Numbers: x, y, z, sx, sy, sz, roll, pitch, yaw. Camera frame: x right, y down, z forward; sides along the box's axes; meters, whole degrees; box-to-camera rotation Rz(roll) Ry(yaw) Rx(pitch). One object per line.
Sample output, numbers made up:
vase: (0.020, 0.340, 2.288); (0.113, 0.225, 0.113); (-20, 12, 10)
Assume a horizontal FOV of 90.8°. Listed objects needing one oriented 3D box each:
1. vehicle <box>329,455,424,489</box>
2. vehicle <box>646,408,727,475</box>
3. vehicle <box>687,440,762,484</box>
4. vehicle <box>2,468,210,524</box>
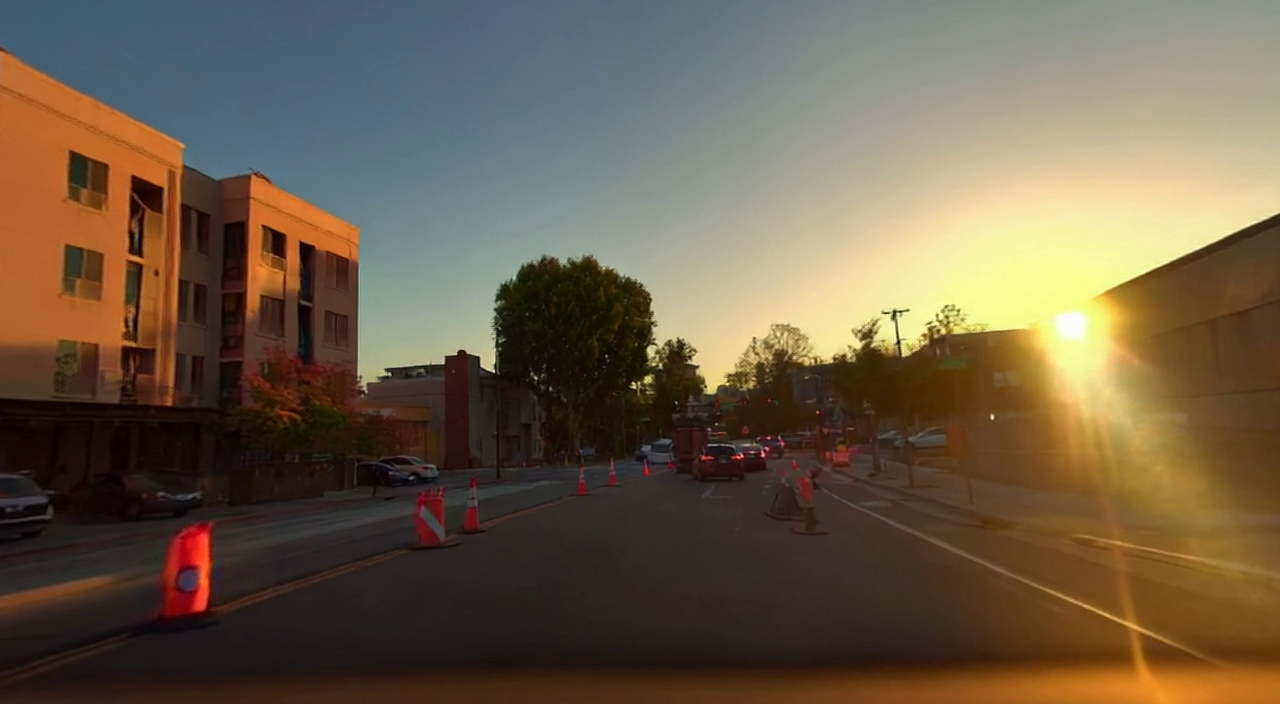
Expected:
vehicle: (-14.444, 6.556, 34.694); (4.397, 1.698, 1.932); (-2, -9, 11)
vehicle: (3.133, 5.343, 37.578); (2.977, 3.271, 12.748); (-2, -9, 12)
vehicle: (3.085, 4.150, 24.070); (2.159, 1.506, 4.086); (0, -9, -2)
vehicle: (-16.528, 4.418, 19.680); (4.952, 1.510, 2.115); (-2, -9, 10)
